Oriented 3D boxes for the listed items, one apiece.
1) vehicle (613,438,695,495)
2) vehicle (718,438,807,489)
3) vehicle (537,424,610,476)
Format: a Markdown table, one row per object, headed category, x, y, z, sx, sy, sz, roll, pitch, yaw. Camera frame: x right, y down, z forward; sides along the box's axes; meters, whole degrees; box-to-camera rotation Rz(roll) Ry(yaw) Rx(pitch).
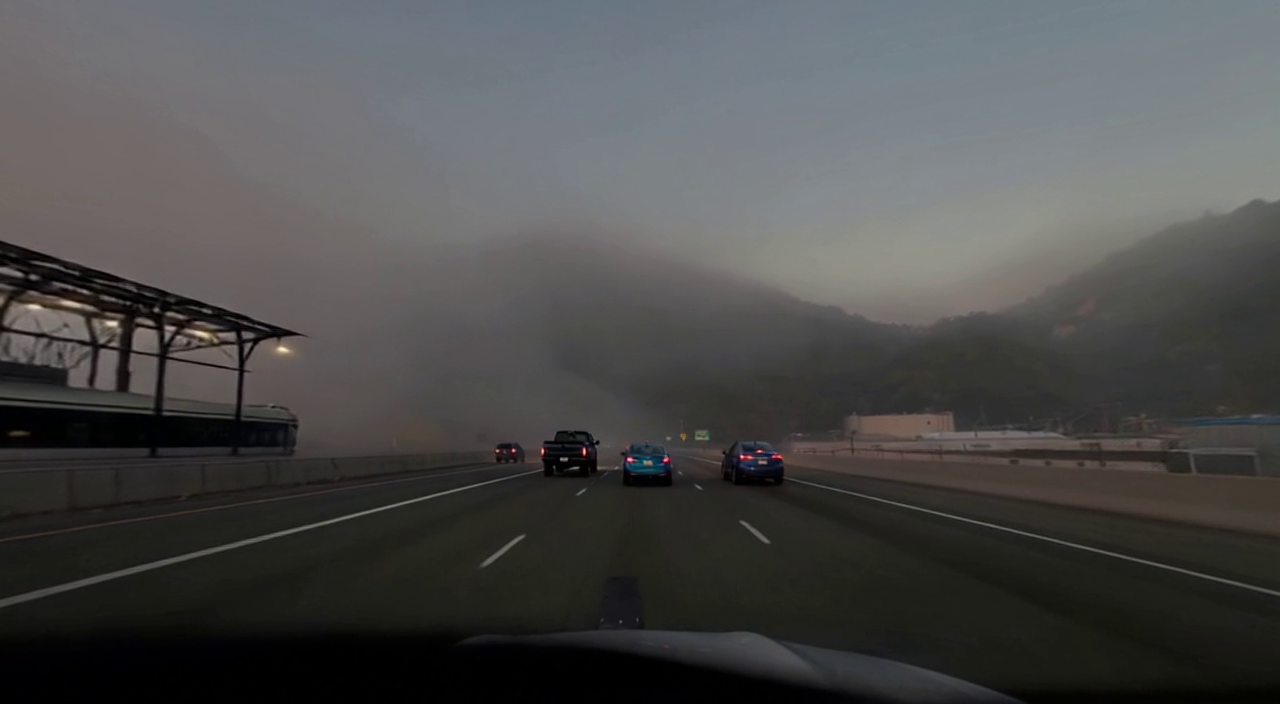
| category | x | y | z | sx | sy | sz | roll | pitch | yaw |
| --- | --- | --- | --- | --- | --- | --- | --- | --- | --- |
| vehicle | 0.353 | 3.356 | 18.875 | 2.171 | 1.493 | 4.081 | 0 | -8 | -1 |
| vehicle | 3.996 | 3.724 | 21.392 | 2.023 | 1.510 | 4.773 | 0 | -8 | -1 |
| vehicle | -3.038 | 4.745 | 30.764 | 2.733 | 2.230 | 6.820 | 0 | -8 | 1 |
